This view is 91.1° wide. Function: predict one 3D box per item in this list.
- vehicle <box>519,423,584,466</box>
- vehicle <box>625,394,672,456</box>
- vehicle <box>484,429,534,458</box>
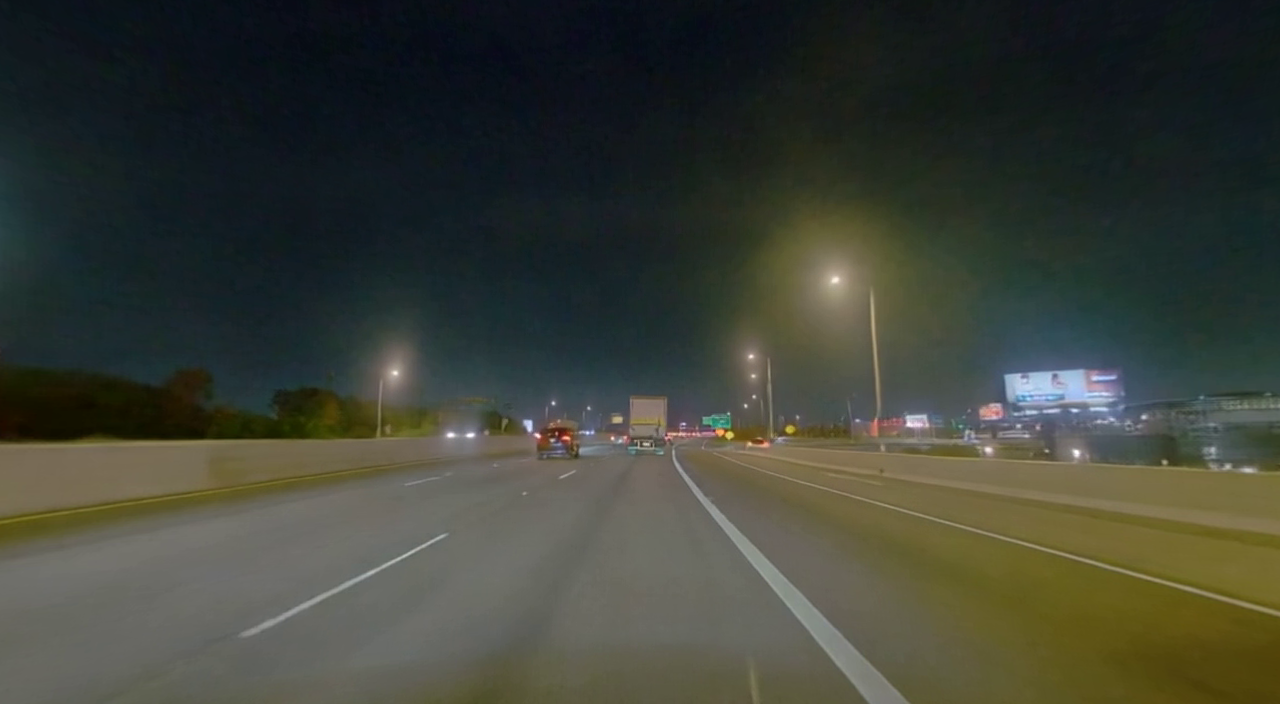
[{"bbox_3d":[-3.874,4.160,28.435,2.119,1.787,4.655,0,-8,2],"label":"vehicle"},{"bbox_3d":[0.621,5.483,46.189,3.024,4.019,10.605,0,-8,1],"label":"vehicle"},{"bbox_3d":[-7.286,5.118,35.307,1.845,1.493,3.799,0,-8,2],"label":"vehicle"}]
